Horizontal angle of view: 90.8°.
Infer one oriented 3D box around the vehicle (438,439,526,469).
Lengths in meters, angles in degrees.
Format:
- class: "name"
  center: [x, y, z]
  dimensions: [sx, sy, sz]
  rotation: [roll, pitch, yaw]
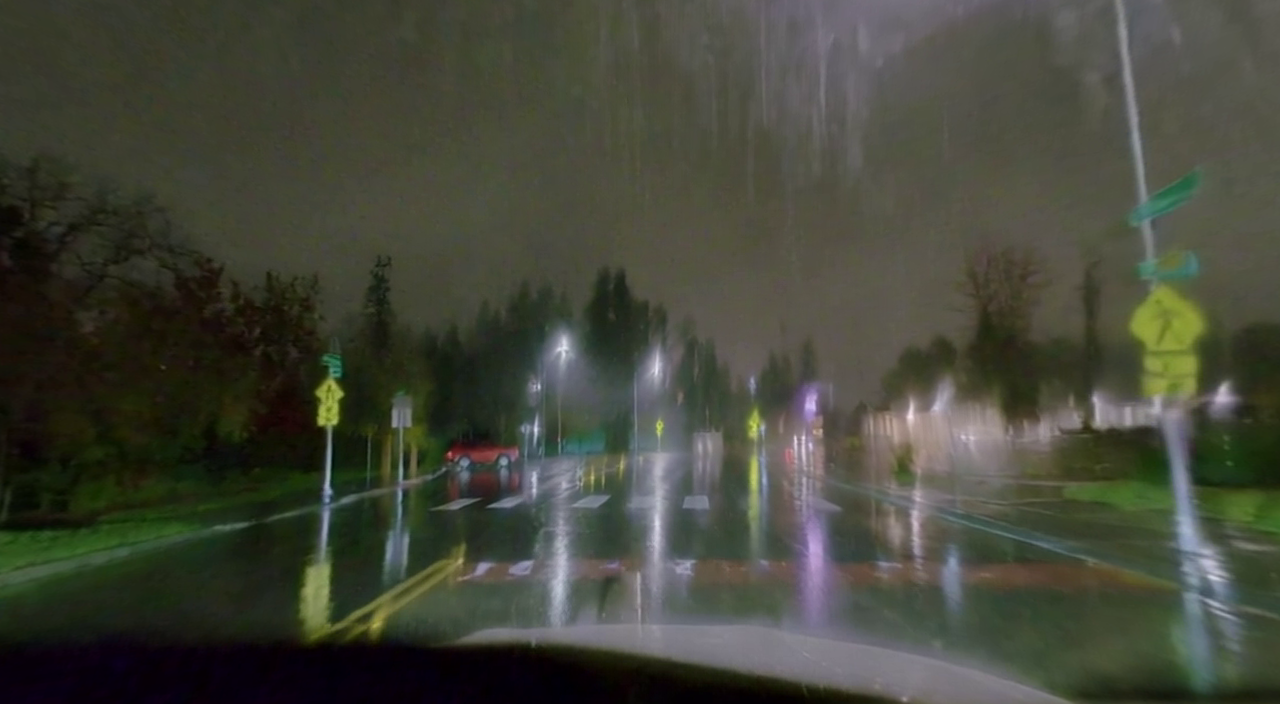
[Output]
- class: "vehicle"
  center: [-8.792, 5.671, 35.236]
  dimensions: [4.377, 1.596, 1.836]
  rotation: [-2, -9, 14]
